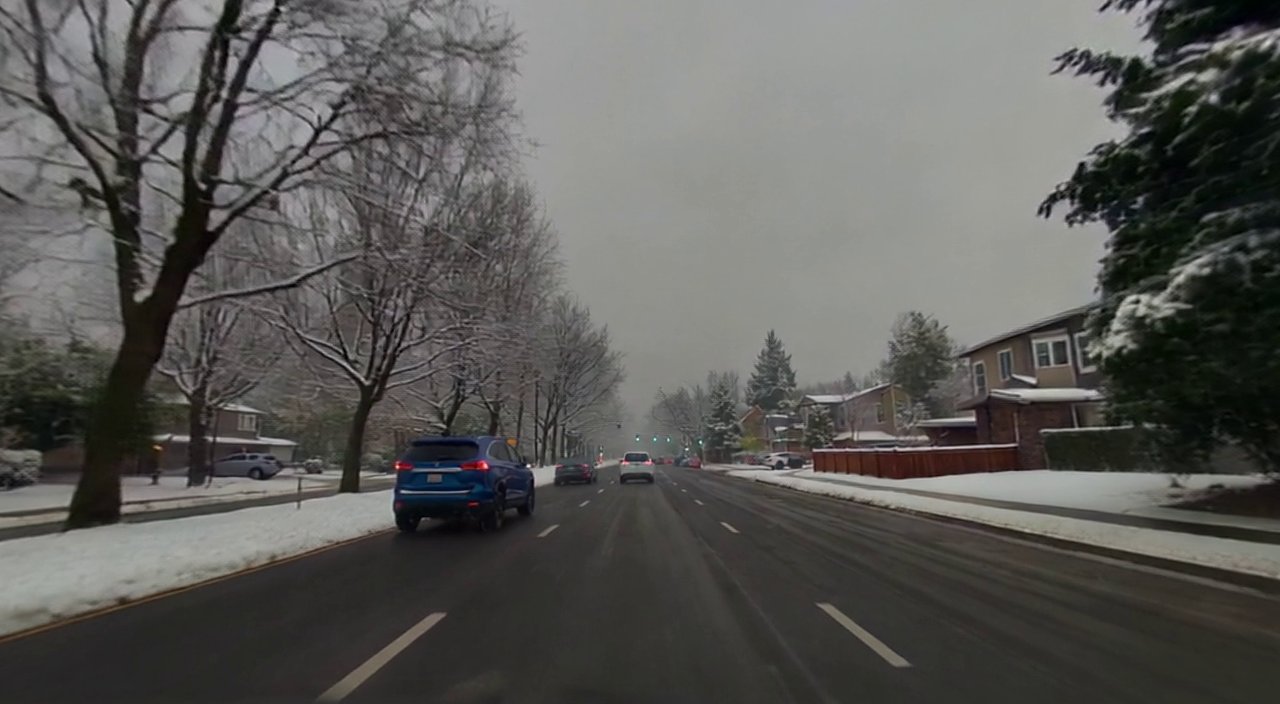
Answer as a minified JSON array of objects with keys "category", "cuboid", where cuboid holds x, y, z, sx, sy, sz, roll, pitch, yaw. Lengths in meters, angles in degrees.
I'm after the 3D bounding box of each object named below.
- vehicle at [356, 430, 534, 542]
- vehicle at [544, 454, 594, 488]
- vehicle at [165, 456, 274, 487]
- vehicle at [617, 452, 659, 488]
[{"category":"vehicle","cuboid":[-3.778,2.672,13.364,2.161,1.919,4.798,0,-8,1]},{"category":"vehicle","cuboid":[-3.613,6.162,32.926,2.066,1.565,3.905,0,-8,2]},{"category":"vehicle","cuboid":[-28.626,8.117,43.284,5.692,1.926,2.274,3,-9,-18]},{"category":"vehicle","cuboid":[-0.083,5.894,31.870,1.997,1.636,3.760,0,-8,0]}]
